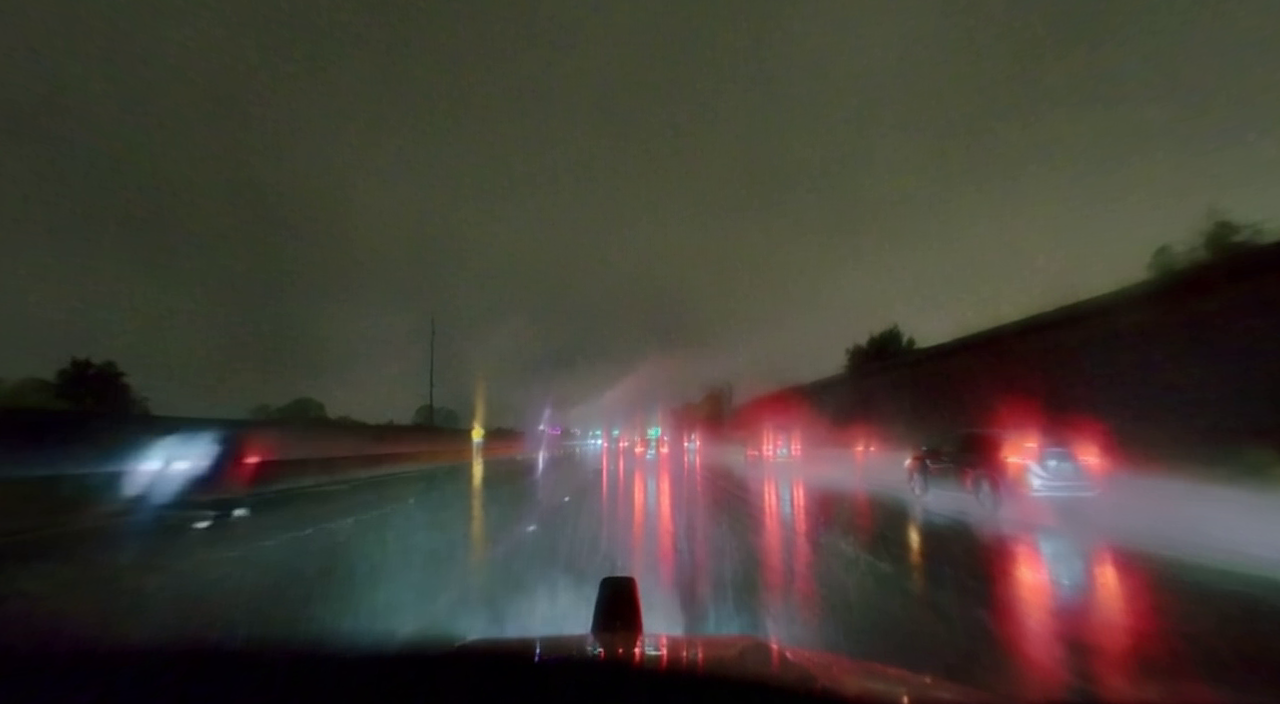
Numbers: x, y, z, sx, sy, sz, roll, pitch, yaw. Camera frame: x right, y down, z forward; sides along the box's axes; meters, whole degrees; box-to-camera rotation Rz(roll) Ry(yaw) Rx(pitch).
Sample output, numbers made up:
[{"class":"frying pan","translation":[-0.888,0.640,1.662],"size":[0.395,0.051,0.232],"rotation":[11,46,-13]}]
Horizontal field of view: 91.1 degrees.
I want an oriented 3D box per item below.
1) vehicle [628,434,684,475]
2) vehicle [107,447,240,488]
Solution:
[{"class":"vehicle","translation":[0.543,3.982,24.796],"size":[2.046,1.467,3.844],"rotation":[0,-8,-1]},{"class":"vehicle","translation":[-19.353,4.778,26.428],"size":[1.998,1.482,4.715],"rotation":[0,-8,0]}]
